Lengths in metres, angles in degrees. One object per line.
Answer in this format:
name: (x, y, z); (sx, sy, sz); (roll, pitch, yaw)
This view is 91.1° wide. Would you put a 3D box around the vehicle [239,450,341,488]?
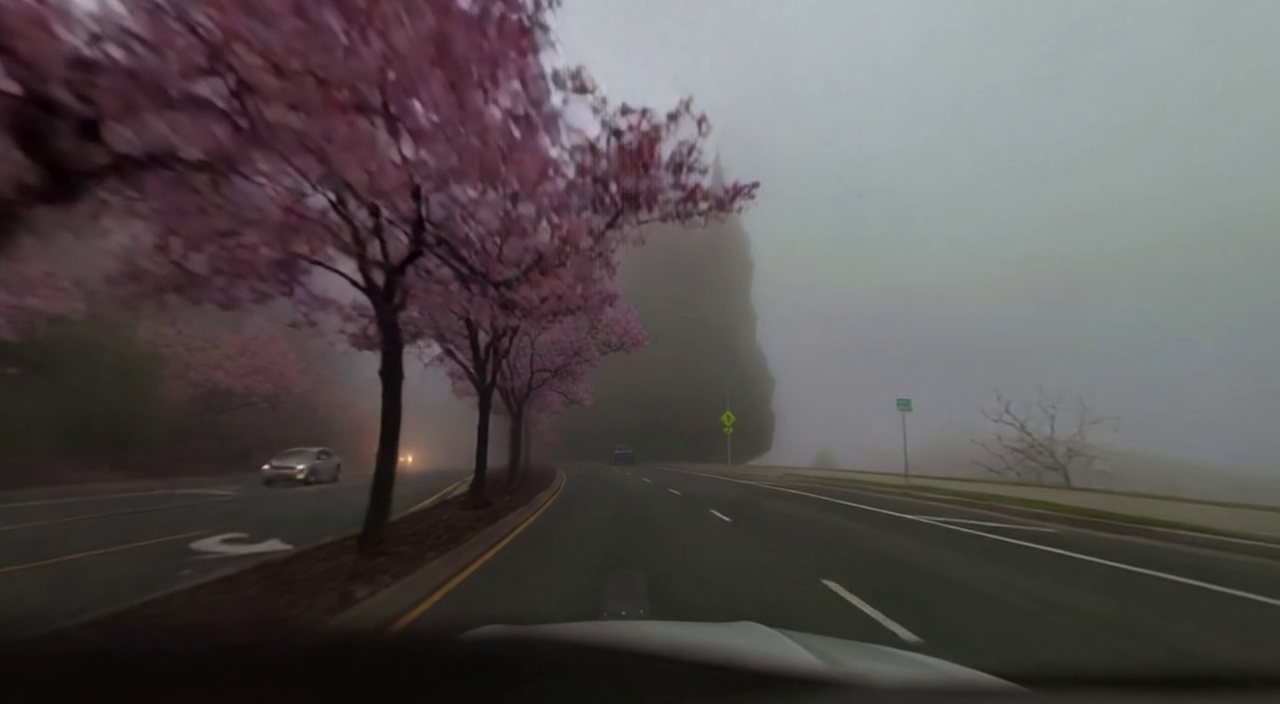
vehicle: (-15.230, 5.091, 27.685); (2.046, 1.523, 4.802); (1, -9, -4)
